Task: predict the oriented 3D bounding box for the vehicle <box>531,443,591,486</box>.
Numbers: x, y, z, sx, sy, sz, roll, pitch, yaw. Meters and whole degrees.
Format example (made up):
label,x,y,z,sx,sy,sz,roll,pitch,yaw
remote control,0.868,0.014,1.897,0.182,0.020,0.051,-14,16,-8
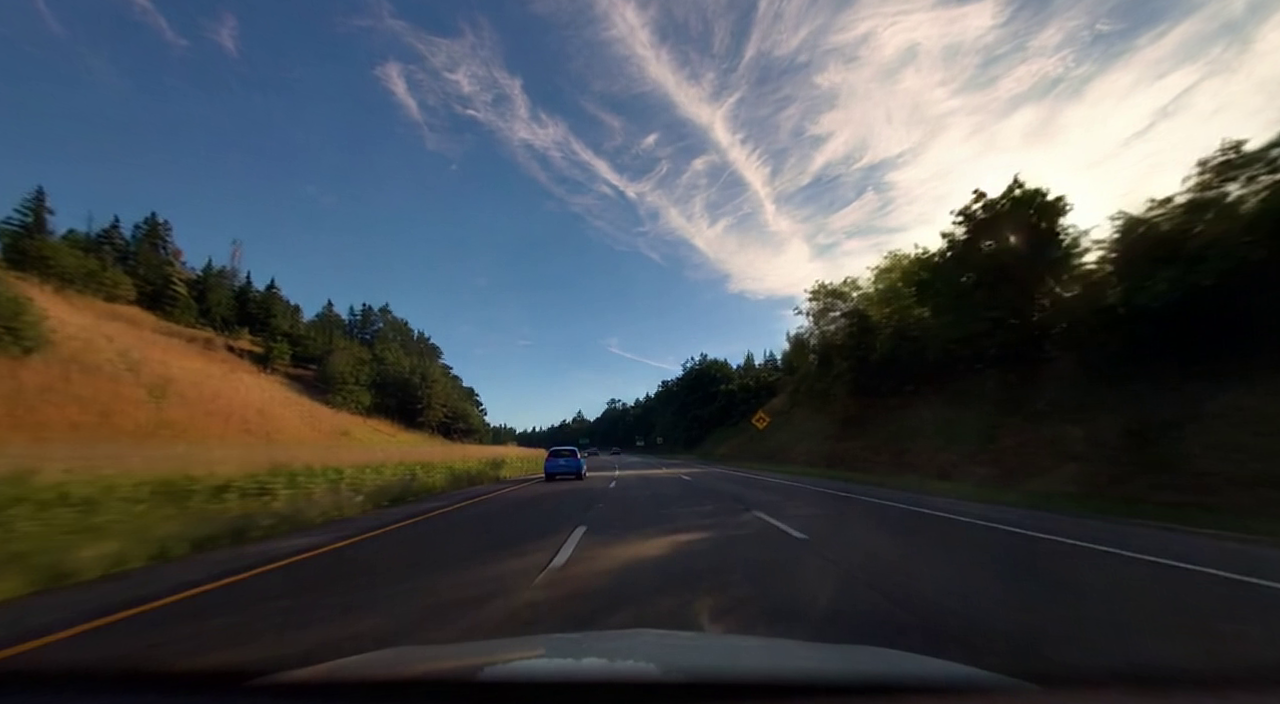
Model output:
label,x,y,z,sx,sy,sz,roll,pitch,yaw
vehicle,-3.307,4.828,27.318,2.115,1.670,4.261,0,-9,-1
